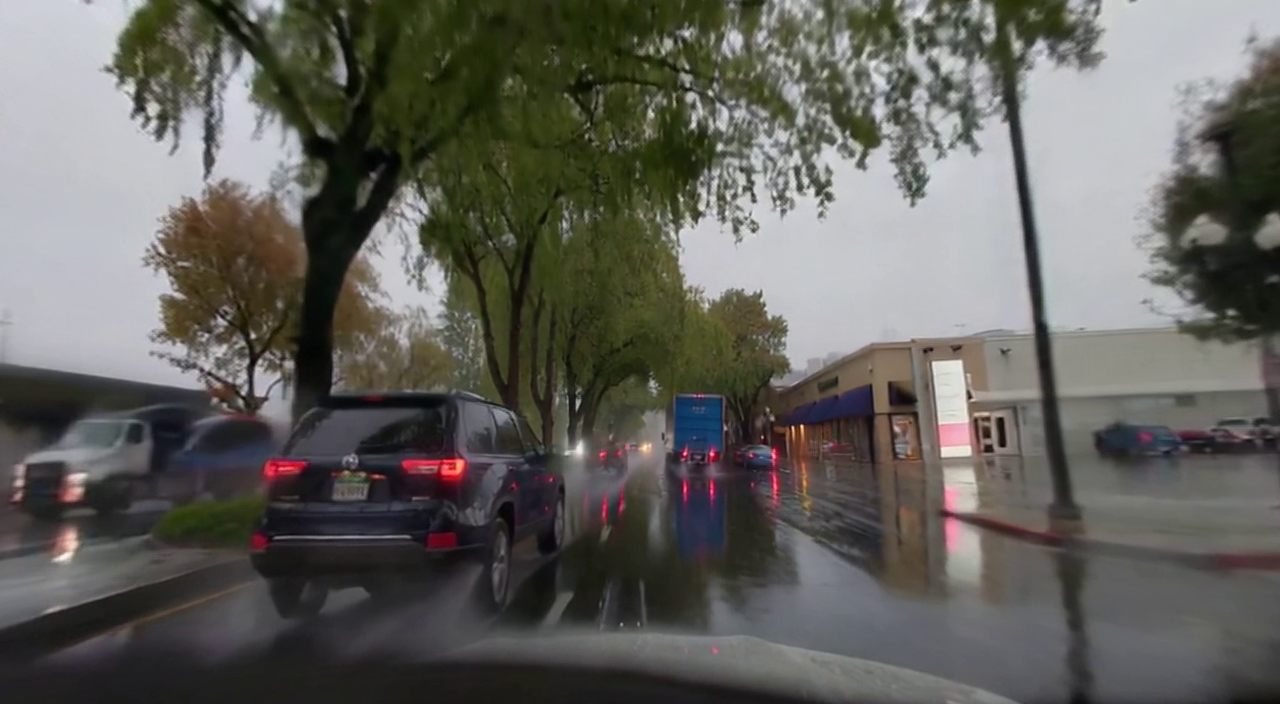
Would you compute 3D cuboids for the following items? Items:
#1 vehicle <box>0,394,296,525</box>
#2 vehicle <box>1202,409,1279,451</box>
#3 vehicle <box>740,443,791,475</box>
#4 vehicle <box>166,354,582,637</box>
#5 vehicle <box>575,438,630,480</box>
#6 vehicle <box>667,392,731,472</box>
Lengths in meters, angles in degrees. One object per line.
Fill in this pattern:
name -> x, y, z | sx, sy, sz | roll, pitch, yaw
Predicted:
vehicle -> -13.416, 3.018, 18.255 | 2.656, 2.997, 7.079 | -1, -8, 3
vehicle -> 29.921, 3.750, 30.090 | 2.007, 1.869, 4.771 | -1, -8, 3
vehicle -> 6.409, 5.525, 32.771 | 1.929, 1.522, 4.158 | 0, -8, 2
vehicle -> -2.183, 1.392, 7.107 | 2.293, 2.036, 4.853 | -1, -9, 4
vehicle -> -1.556, 4.677, 27.897 | 2.040, 1.711, 4.475 | 0, -8, 2
vehicle -> 3.398, 5.183, 39.943 | 3.007, 4.206, 12.913 | 0, -8, 1
